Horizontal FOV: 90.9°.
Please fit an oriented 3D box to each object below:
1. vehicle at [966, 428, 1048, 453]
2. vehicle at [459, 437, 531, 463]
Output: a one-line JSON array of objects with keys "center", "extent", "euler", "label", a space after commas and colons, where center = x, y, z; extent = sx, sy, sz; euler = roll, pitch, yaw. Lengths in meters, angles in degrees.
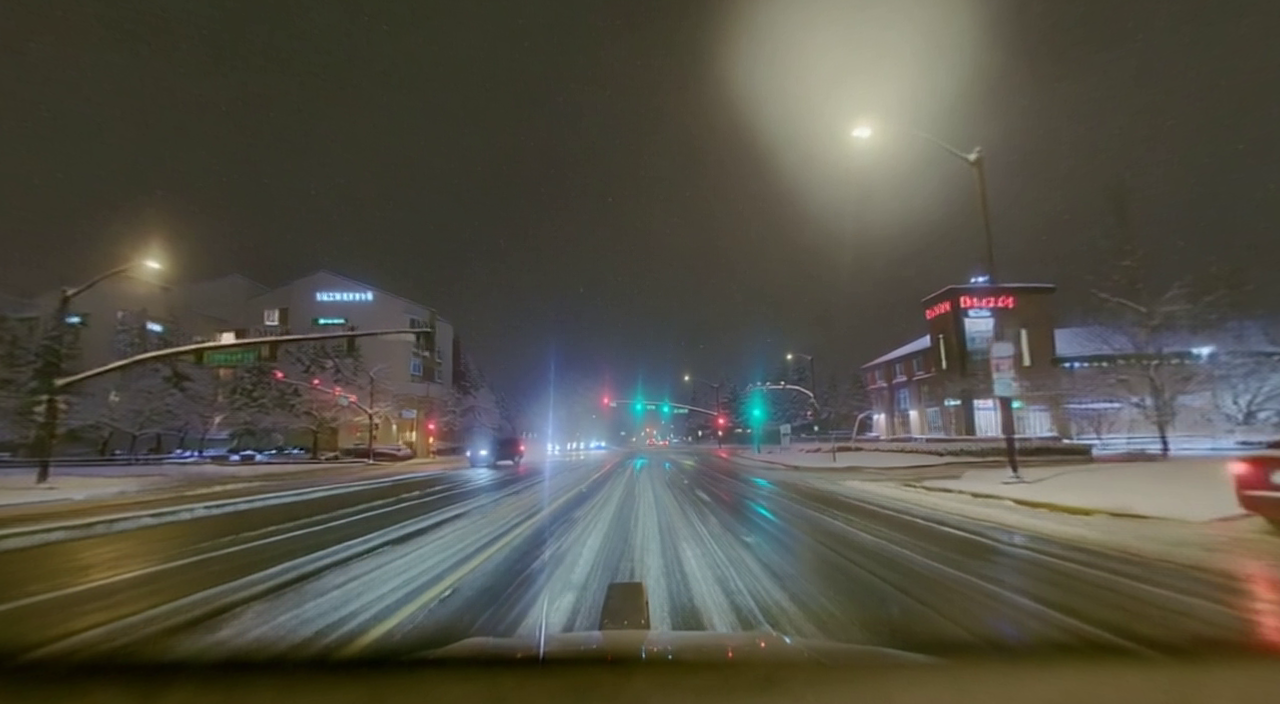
[{"center": [22.402, 5.409, 38.469], "extent": [4.694, 1.481, 1.884], "euler": [4, -9, -25], "label": "vehicle"}, {"center": [-10.806, 7.306, 46.924], "extent": [4.938, 1.863, 2.162], "euler": [-5, -9, 27], "label": "vehicle"}]
